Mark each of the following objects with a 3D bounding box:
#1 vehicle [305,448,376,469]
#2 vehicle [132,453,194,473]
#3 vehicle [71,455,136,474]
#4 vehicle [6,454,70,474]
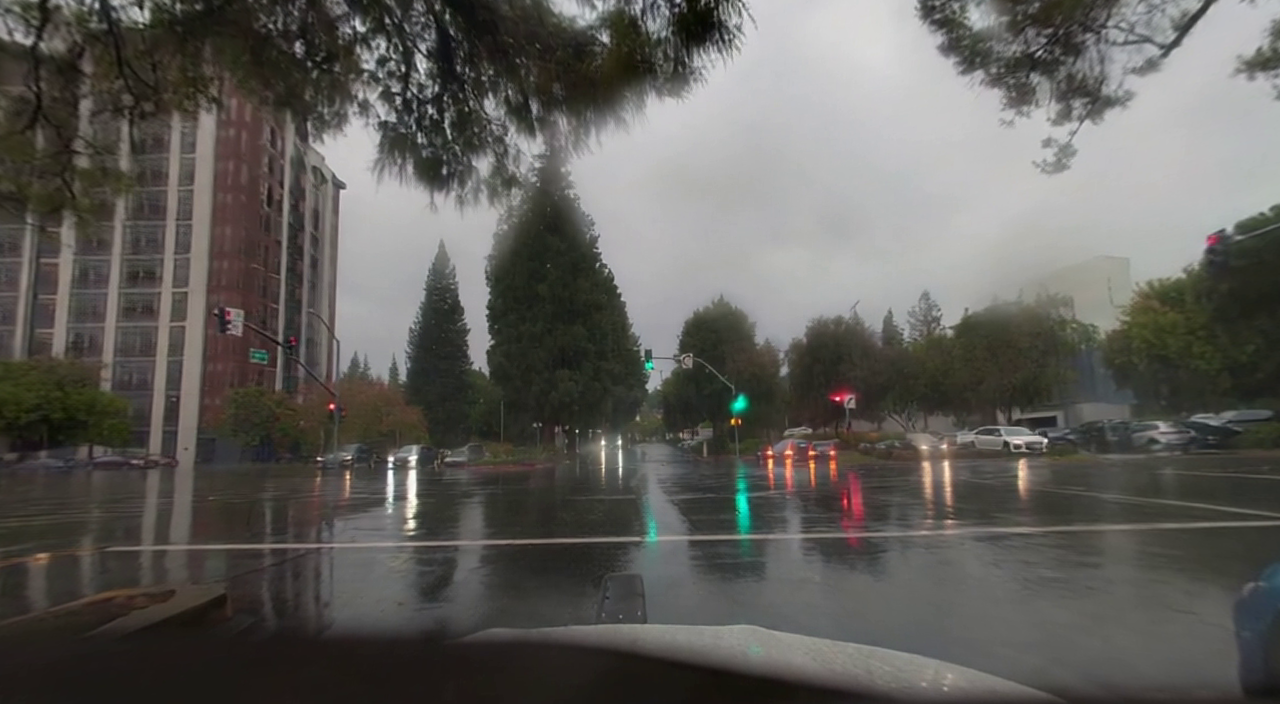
[{"bbox_3d":[-21.941,7.788,46.409,4.207,1.508,1.875,0,-9,2],"label":"vehicle"},{"bbox_3d":[-36.441,8.504,48.356,1.709,1.410,3.945,0,-9,-1],"label":"vehicle"},{"bbox_3d":[-41.337,8.677,48.773,1.651,1.379,3.787,0,-9,0],"label":"vehicle"},{"bbox_3d":[-46.320,8.619,48.659,1.627,1.392,3.330,0,-9,-1],"label":"vehicle"}]
